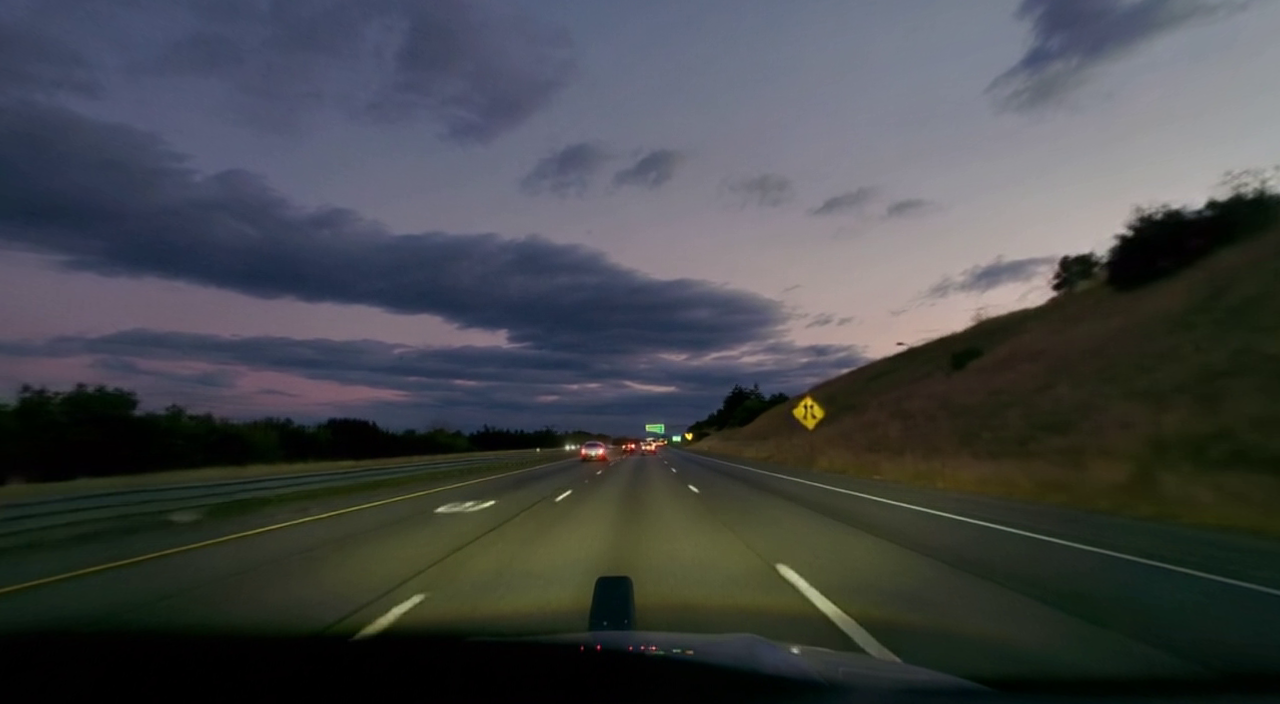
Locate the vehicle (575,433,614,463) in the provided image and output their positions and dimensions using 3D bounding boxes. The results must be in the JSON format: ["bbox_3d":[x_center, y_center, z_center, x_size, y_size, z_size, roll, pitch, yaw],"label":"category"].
[{"bbox_3d":[-3.206,6.903,45.137,2.286,2.011,4.452,0,-8,2],"label":"vehicle"}]
